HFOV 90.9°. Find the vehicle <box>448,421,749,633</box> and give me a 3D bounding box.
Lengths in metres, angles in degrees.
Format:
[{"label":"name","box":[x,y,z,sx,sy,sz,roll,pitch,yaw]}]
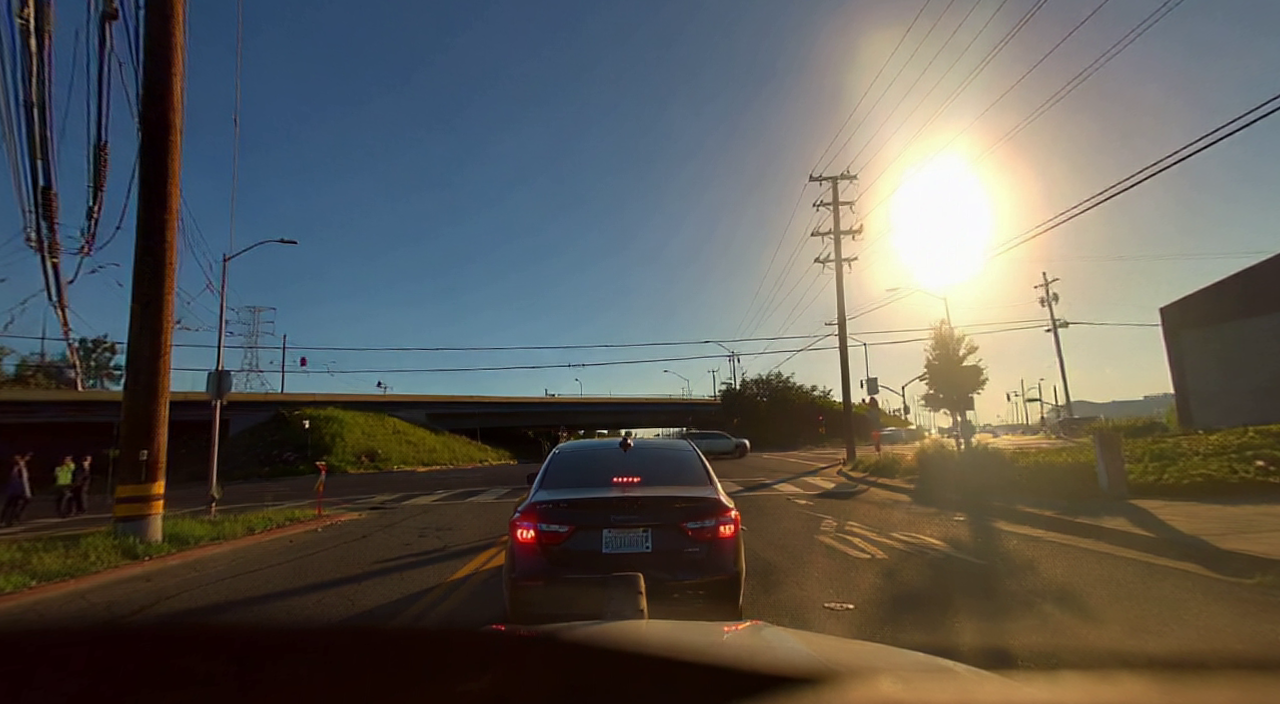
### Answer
[{"label":"vehicle","box":[-0.252,1.526,6.467,2.090,1.458,4.033,-1,-9,1]}]
